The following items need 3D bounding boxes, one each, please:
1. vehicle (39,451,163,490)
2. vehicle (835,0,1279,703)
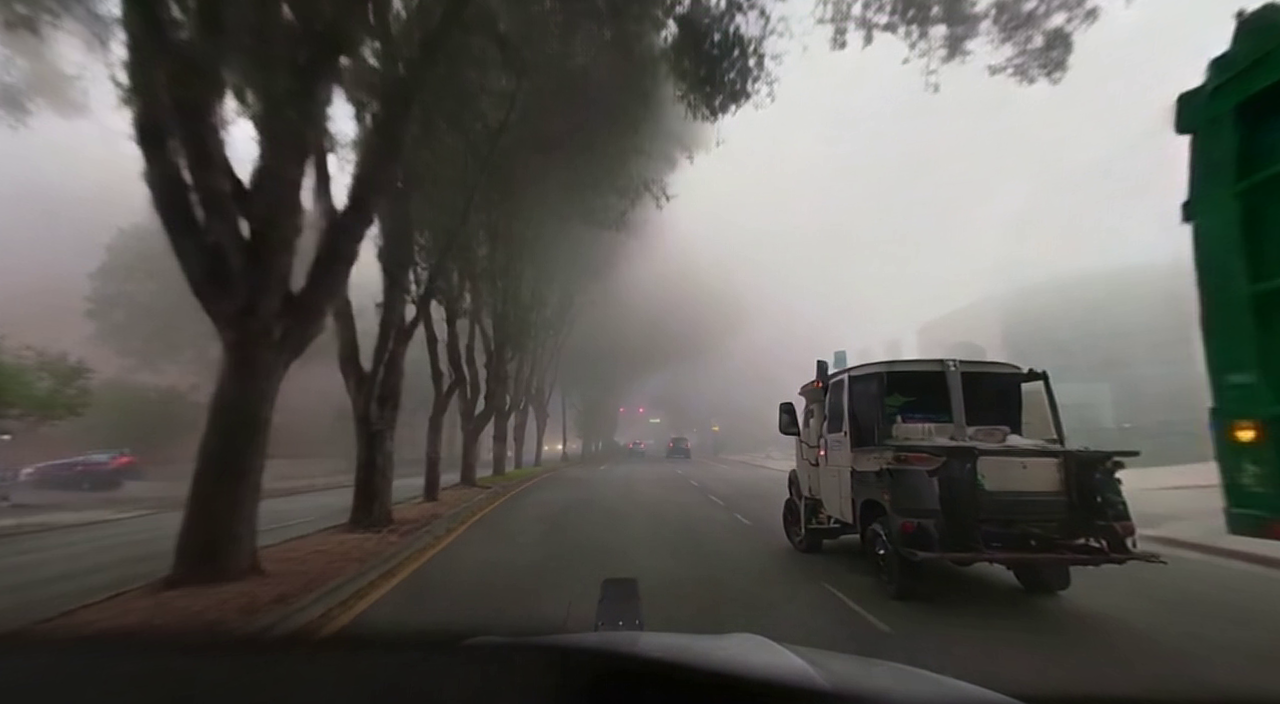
[{"bbox_3d":[-28.155,6.239,33.257,1.978,1.781,4.917,-3,-11,3],"label":"vehicle"},{"bbox_3d":[3.849,-0.028,2.371,2.731,3.407,10.262,0,-9,-1],"label":"vehicle"}]
